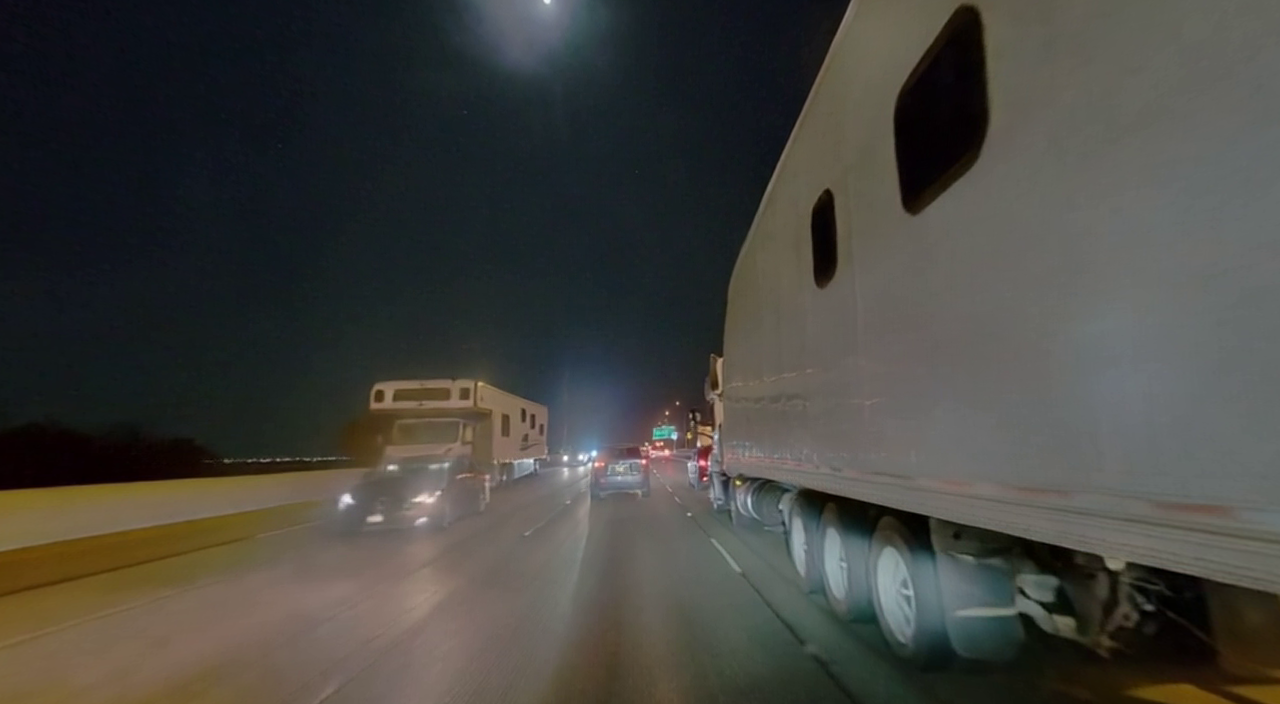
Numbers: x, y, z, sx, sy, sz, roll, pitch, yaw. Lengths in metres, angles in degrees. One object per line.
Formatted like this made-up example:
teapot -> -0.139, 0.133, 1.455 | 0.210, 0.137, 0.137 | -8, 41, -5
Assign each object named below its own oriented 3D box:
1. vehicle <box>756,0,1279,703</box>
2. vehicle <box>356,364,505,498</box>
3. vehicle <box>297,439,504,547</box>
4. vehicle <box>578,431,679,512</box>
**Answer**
vehicle -> 2.795, 0.063, 3.895 | 2.934, 3.963, 5.832 | 0, -9, -1
vehicle -> -6.910, 2.796, 21.925 | 3.008, 3.987, 5.871 | 0, -9, 1
vehicle -> -3.816, 2.301, 10.932 | 1.980, 1.499, 3.944 | 0, -9, 1
vehicle -> -0.279, 2.922, 15.840 | 2.201, 1.719, 4.058 | 0, -9, -1
